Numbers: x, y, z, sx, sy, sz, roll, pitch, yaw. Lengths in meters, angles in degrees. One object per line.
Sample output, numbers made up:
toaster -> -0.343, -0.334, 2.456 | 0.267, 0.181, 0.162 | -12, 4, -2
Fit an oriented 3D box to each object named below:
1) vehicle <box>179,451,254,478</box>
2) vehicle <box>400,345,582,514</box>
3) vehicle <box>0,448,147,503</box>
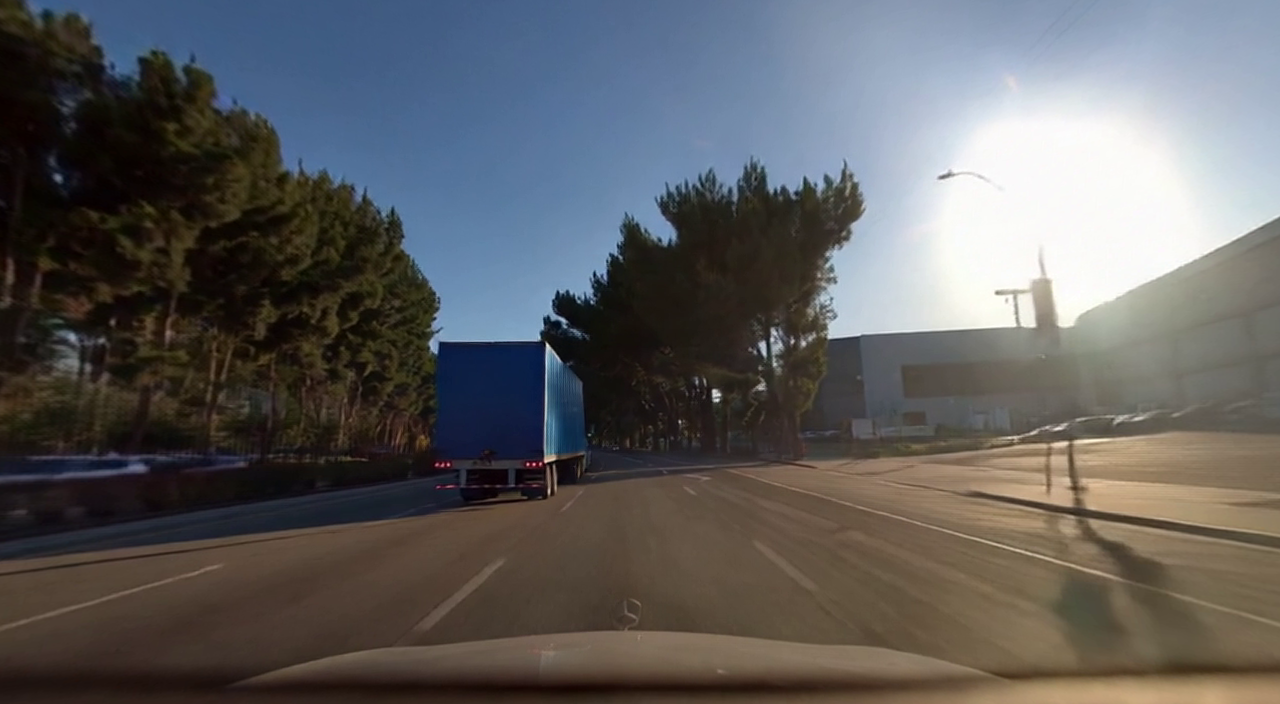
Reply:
vehicle -> -26.384, 6.989, 39.523 | 1.813, 1.503, 4.392 | 0, -9, -3
vehicle -> -3.388, 2.184, 17.069 | 2.910, 3.419, 8.376 | 0, -9, 0
vehicle -> -18.513, 3.804, 20.009 | 1.899, 1.498, 4.813 | 0, -9, 0
